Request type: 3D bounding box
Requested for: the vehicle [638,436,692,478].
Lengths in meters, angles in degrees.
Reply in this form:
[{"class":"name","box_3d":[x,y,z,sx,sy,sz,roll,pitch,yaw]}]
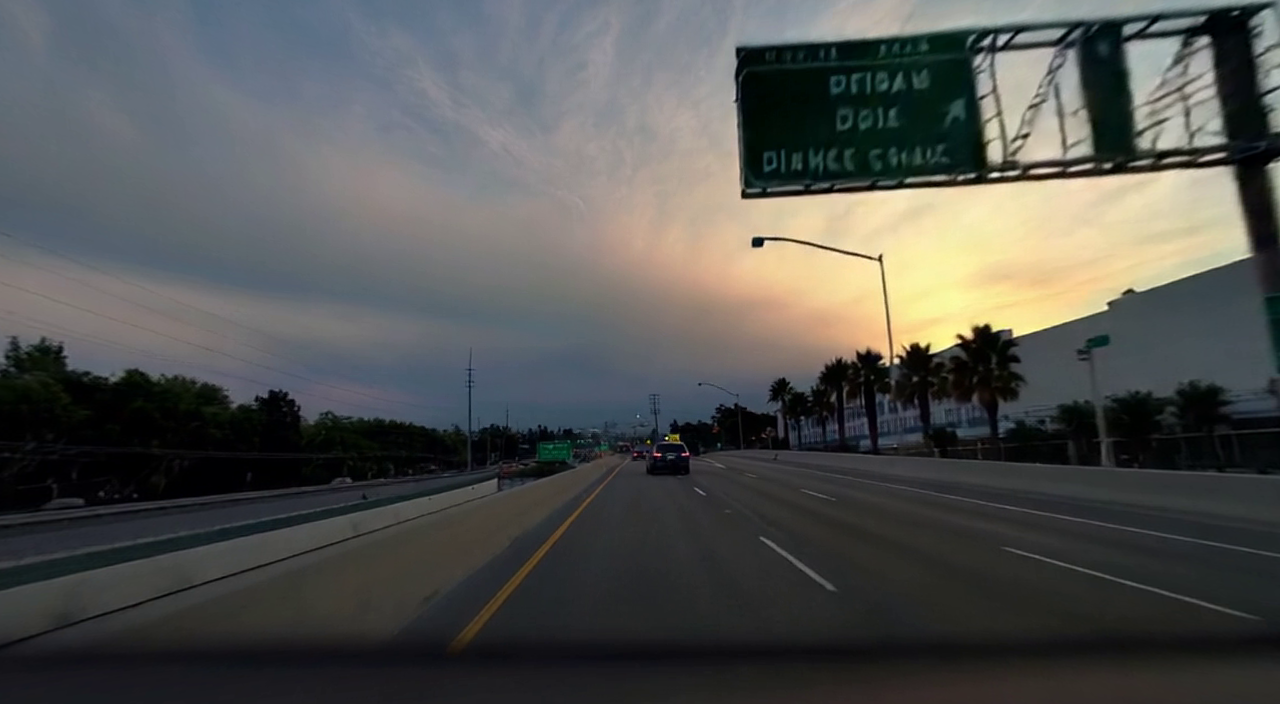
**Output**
[{"class":"vehicle","box_3d":[1.068,4.779,28.812,2.089,1.718,4.193,0,-9,-3]}]
